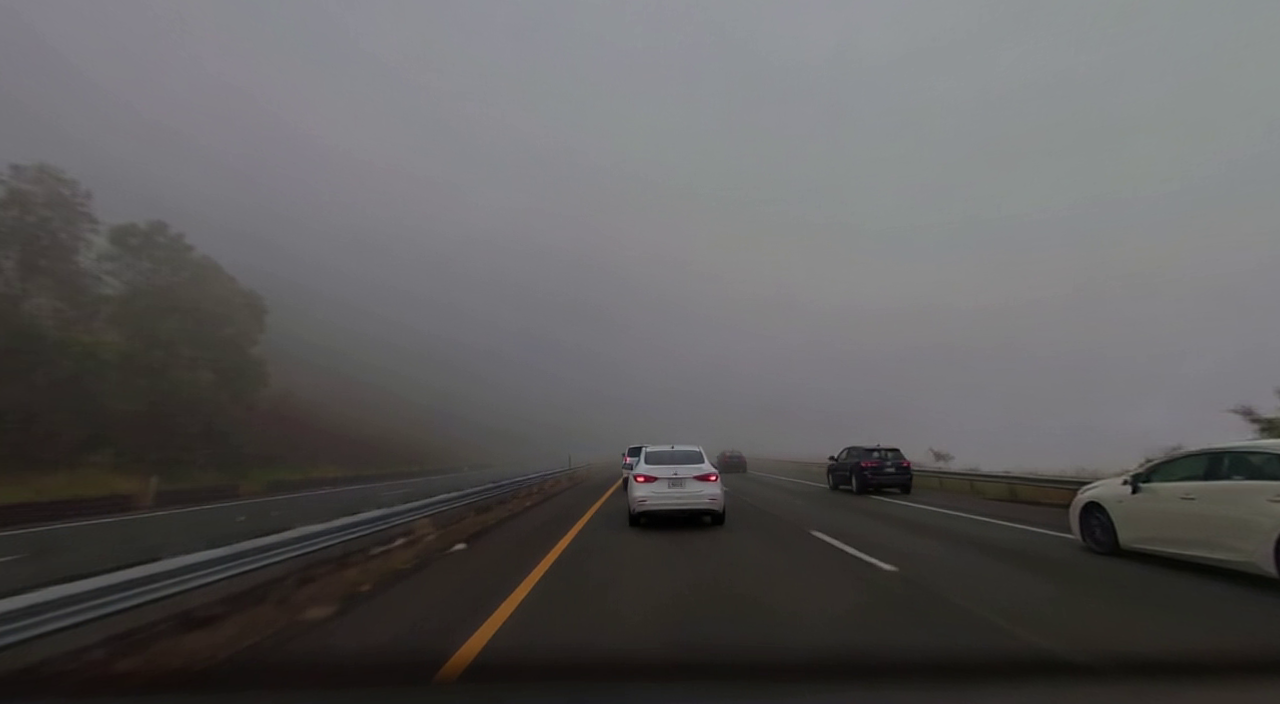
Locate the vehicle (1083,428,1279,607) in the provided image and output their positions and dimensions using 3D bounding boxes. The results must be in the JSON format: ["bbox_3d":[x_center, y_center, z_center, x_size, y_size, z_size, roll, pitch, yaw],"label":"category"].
[{"bbox_3d":[6.346,1.418,5.488,1.965,1.484,4.090,0,-9,0],"label":"vehicle"}]

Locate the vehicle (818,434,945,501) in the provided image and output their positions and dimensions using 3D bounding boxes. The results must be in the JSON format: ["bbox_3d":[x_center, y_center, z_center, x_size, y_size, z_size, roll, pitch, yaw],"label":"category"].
[{"bbox_3d":[6.790,3.295,18.300,1.980,1.702,4.235,0,-9,0],"label":"vehicle"}]

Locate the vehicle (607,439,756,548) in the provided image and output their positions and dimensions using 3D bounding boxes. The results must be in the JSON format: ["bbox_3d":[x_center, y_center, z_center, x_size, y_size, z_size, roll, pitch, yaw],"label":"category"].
[{"bbox_3d":[0.577,2.275,10.731,2.076,1.485,3.774,0,-9,0],"label":"vehicle"}]
